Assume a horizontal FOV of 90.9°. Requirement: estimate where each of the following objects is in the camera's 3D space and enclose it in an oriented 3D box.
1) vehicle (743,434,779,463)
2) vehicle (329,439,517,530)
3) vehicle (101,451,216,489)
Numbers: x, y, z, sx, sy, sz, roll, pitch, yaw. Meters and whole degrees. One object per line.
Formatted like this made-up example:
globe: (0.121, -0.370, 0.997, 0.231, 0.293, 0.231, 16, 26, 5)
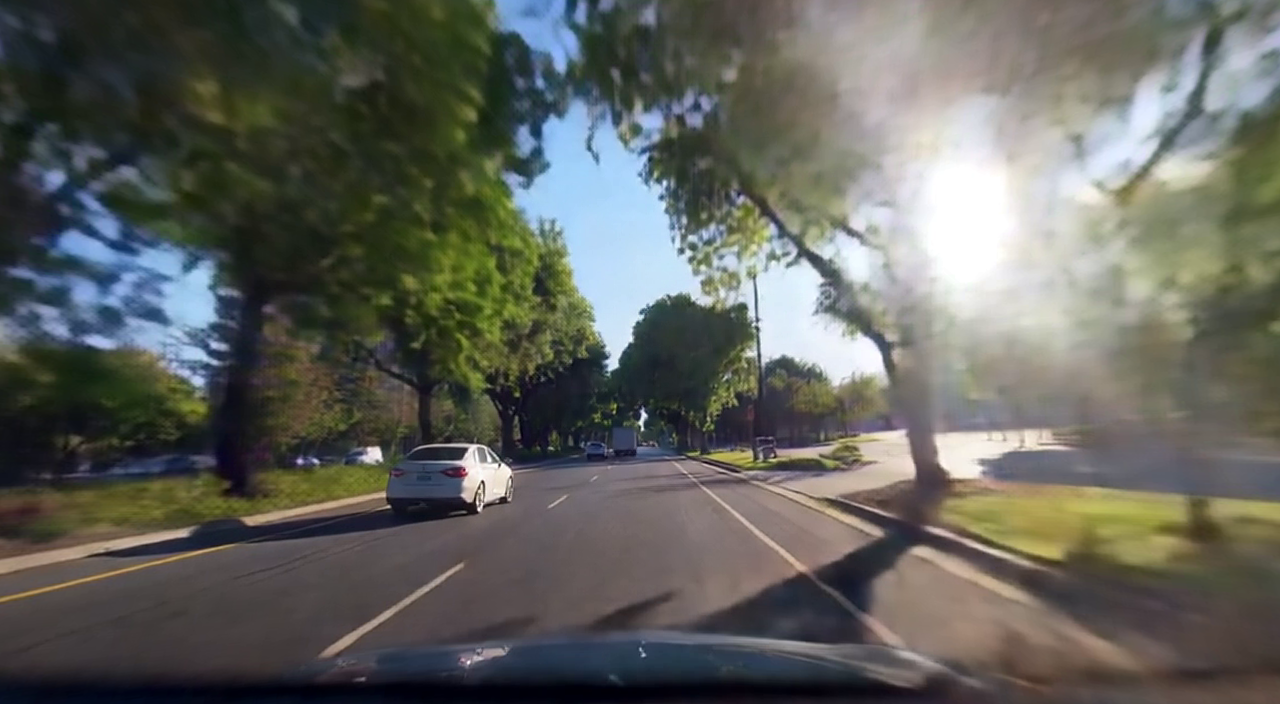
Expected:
vehicle: (7.429, 5.966, 38.923, 1.594, 1.688, 2.861, -1, -9, 0)
vehicle: (-3.964, 2.492, 12.509, 2.033, 1.454, 4.512, 0, -8, 1)
vehicle: (-22.366, 5.465, 29.493, 2.054, 1.551, 4.166, 0, -8, 0)
